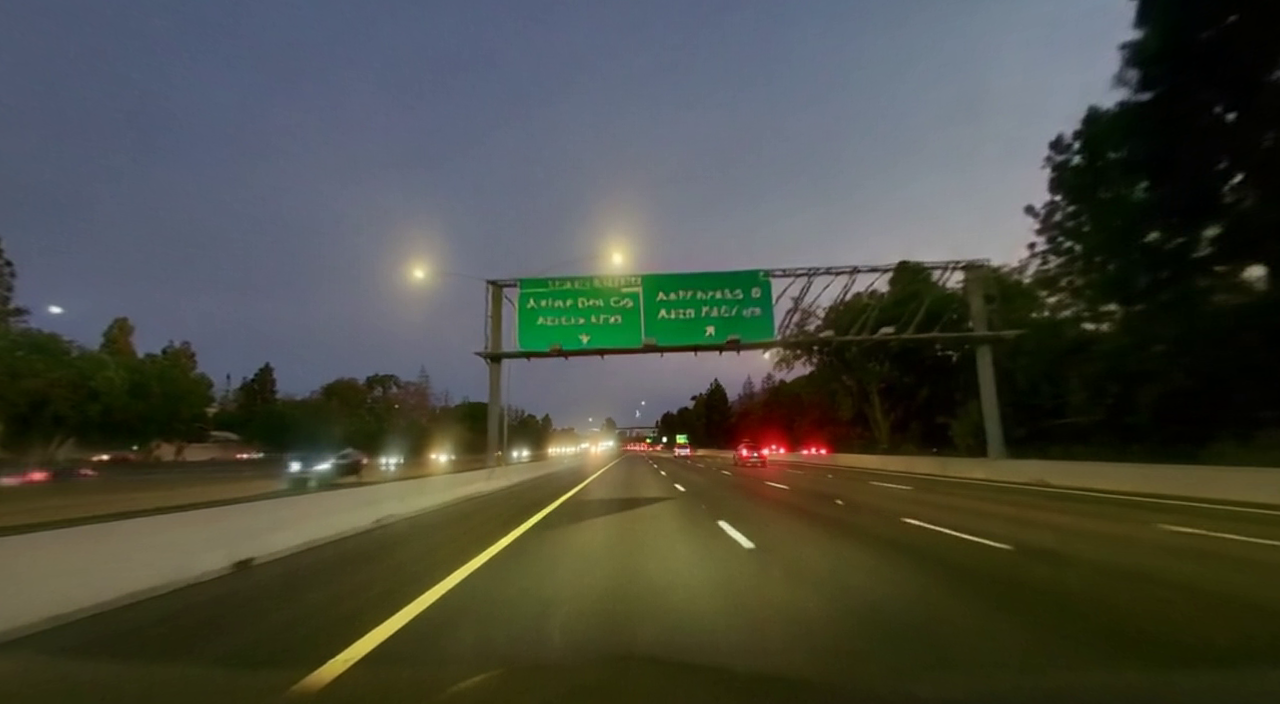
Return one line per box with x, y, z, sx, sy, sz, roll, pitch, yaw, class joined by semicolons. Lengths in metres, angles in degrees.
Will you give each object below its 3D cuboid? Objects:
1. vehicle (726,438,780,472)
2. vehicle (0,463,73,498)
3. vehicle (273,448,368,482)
6.092;5.600;34.486;2.030;1.706;4.279;0;-8;-2;vehicle
-31.214;6.327;31.273;1.849;1.529;4.869;0;-8;-2;vehicle
-15.778;5.590;31.562;2.129;1.515;5.071;0;-8;-1;vehicle
